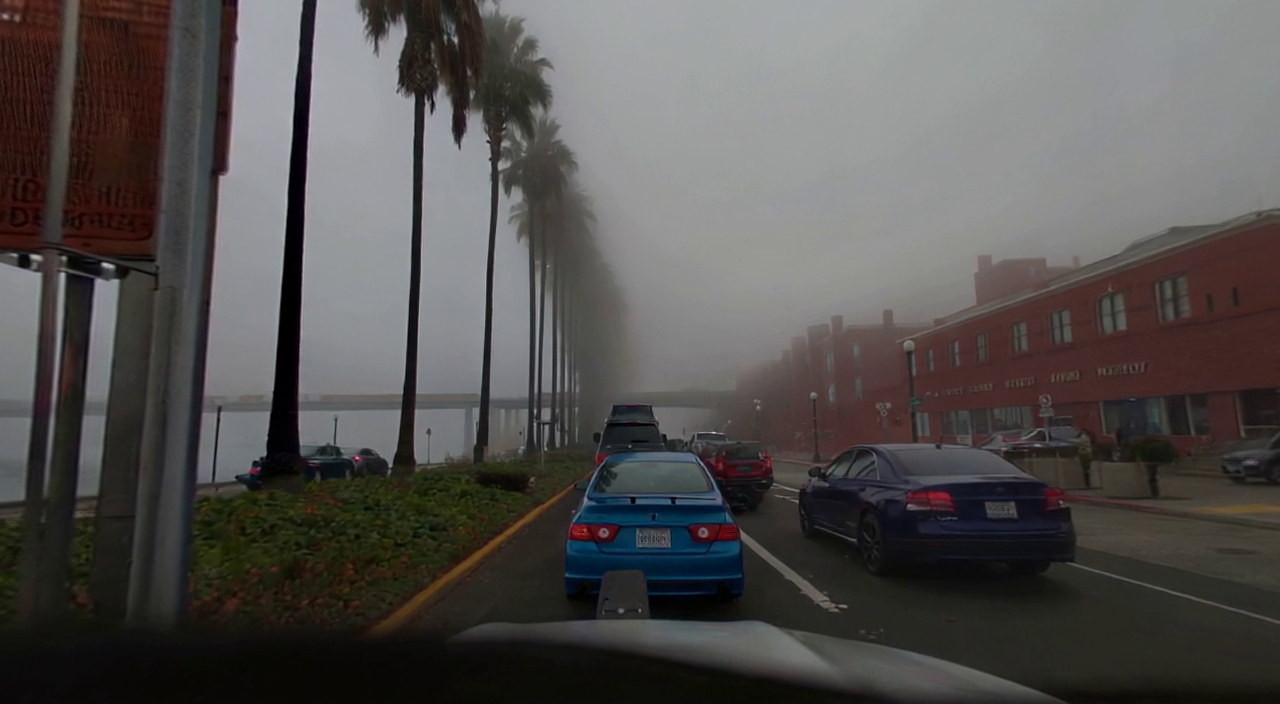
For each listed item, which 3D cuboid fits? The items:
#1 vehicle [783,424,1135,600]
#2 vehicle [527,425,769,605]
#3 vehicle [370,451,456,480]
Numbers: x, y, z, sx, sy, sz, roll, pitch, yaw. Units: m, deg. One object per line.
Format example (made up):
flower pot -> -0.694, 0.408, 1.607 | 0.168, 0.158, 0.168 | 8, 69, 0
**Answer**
vehicle -> 3.263, 1.712, 7.710 | 1.920, 1.490, 4.417 | 0, -9, -1
vehicle -> 0.058, 1.666, 7.276 | 2.048, 1.503, 3.681 | 0, -9, 0
vehicle -> -14.951, 7.466, 41.656 | 4.852, 1.802, 2.104 | -2, -9, 9
